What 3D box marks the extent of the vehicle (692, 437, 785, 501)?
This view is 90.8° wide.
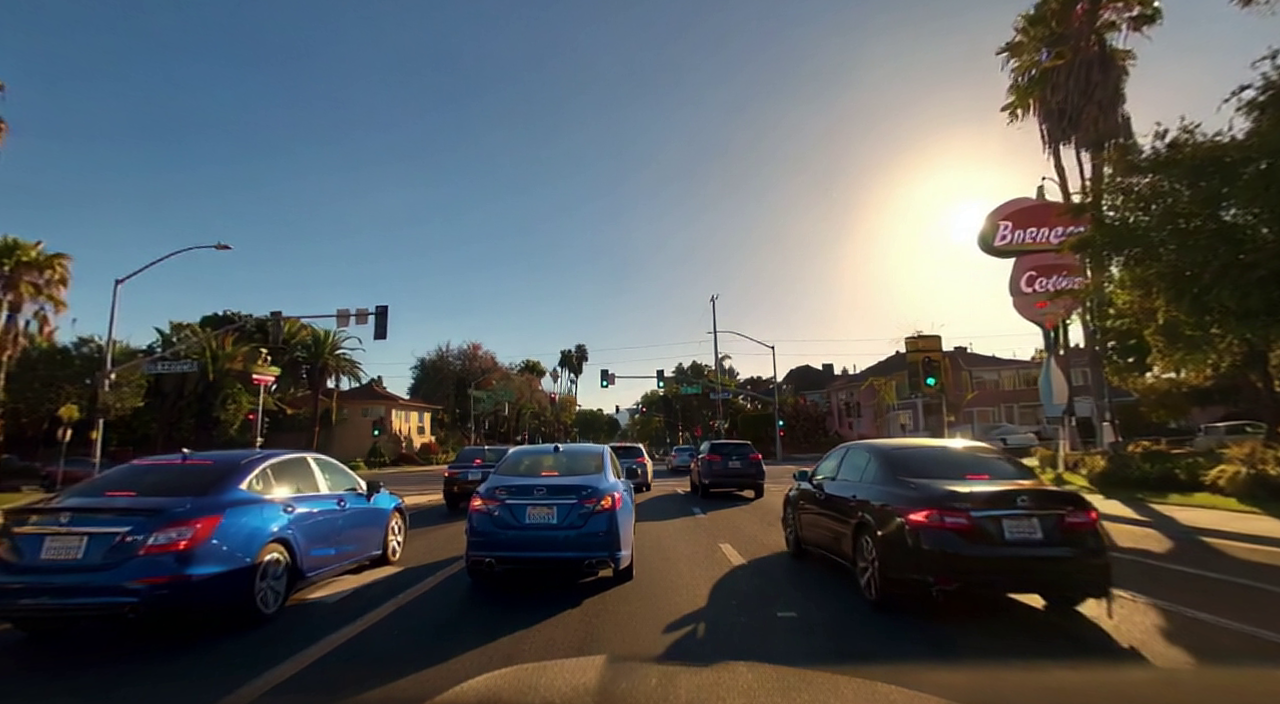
[{"bbox_3d":[2.709,3.324,18.395,1.956,1.615,4.205,0,-8,-1],"label":"vehicle"}]

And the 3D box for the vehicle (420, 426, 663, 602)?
[{"bbox_3d":[-0.894,1.696,7.474,2.104,1.500,3.815,0,-8,-1],"label":"vehicle"}]

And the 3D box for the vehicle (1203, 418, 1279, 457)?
[{"bbox_3d":[28.686,3.873,28.384,4.517,1.695,1.953,-2,-9,12],"label":"vehicle"}]

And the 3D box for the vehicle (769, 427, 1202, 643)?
[{"bbox_3d":[2.824,1.577,6.553,2.014,1.464,4.312,0,-8,0],"label":"vehicle"}]

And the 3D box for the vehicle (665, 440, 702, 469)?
[{"bbox_3d":[2.839,6.771,41.953,2.063,1.750,4.410,0,-8,-1],"label":"vehicle"}]

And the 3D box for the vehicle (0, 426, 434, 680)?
[{"bbox_3d":[-3.688,1.520,6.018,2.058,1.474,4.473,0,-8,-2],"label":"vehicle"}]
